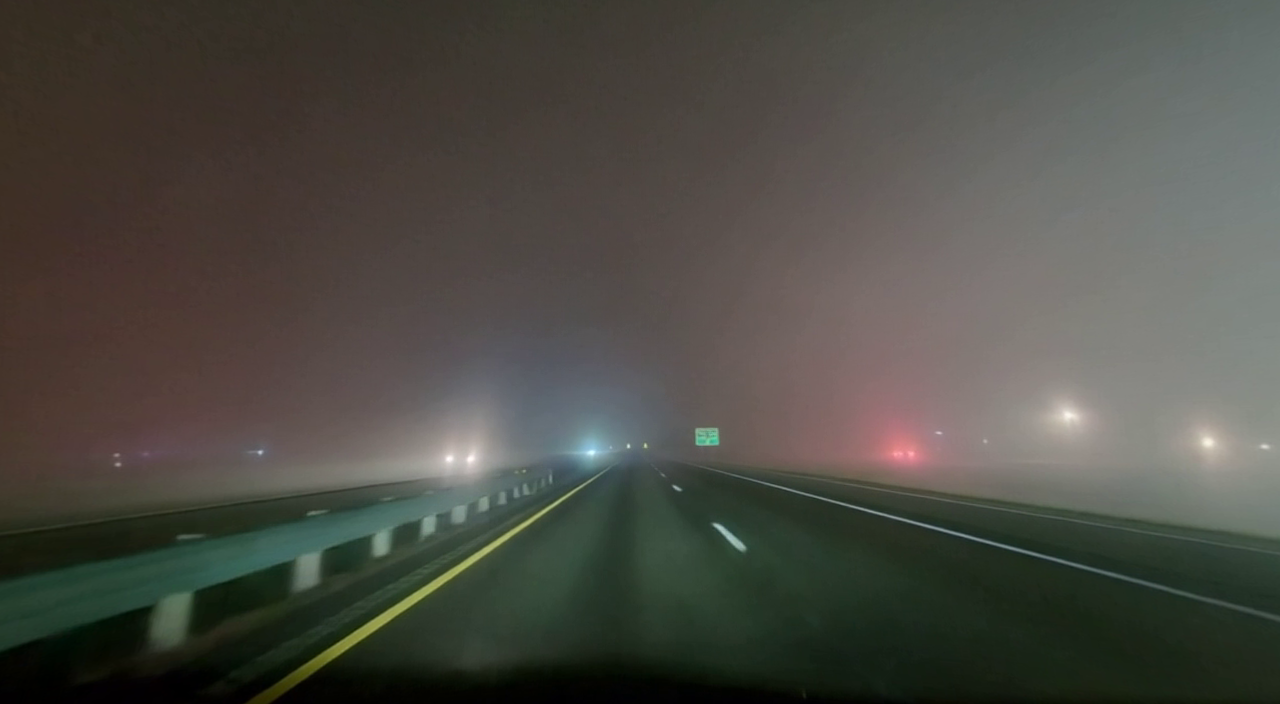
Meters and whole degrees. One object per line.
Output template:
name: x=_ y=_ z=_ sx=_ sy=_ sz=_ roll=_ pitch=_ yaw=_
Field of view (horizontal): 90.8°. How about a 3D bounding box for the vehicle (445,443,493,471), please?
vehicle: x=-11.531 y=7.103 z=42.799 sx=1.970 sy=1.755 sz=4.306 roll=0 pitch=-9 yaw=0
